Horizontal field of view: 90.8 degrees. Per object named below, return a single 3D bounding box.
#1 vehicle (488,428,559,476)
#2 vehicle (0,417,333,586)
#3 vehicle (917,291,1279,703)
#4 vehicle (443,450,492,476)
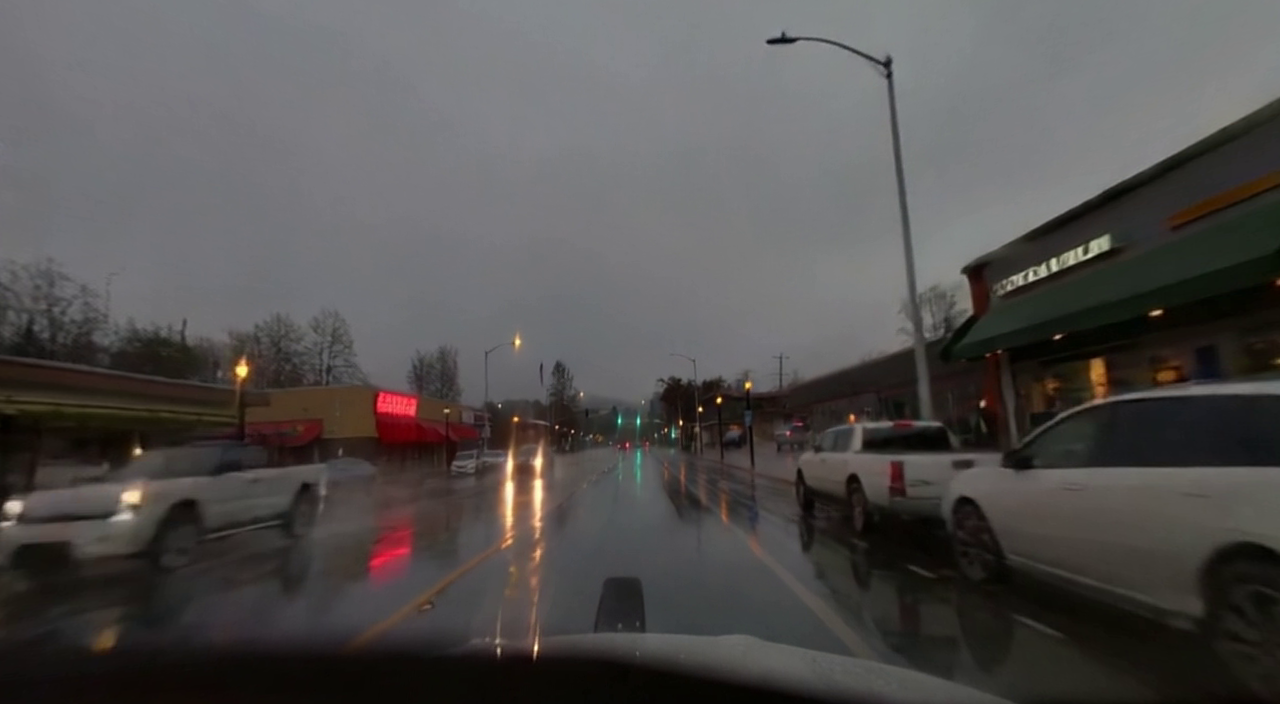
[{"bbox_3d":[-5.526,4.864,30.812,2.267,2.070,5.719,0,-9,1],"label":"vehicle"},{"bbox_3d":[-6.705,2.001,9.323,2.044,1.839,4.512,0,-9,0],"label":"vehicle"},{"bbox_3d":[3.861,0.928,4.141,1.976,2.001,4.430,0,-9,-1],"label":"vehicle"},{"bbox_3d":[-10.773,6.965,39.739,1.784,1.502,4.344,0,-9,1],"label":"vehicle"}]
